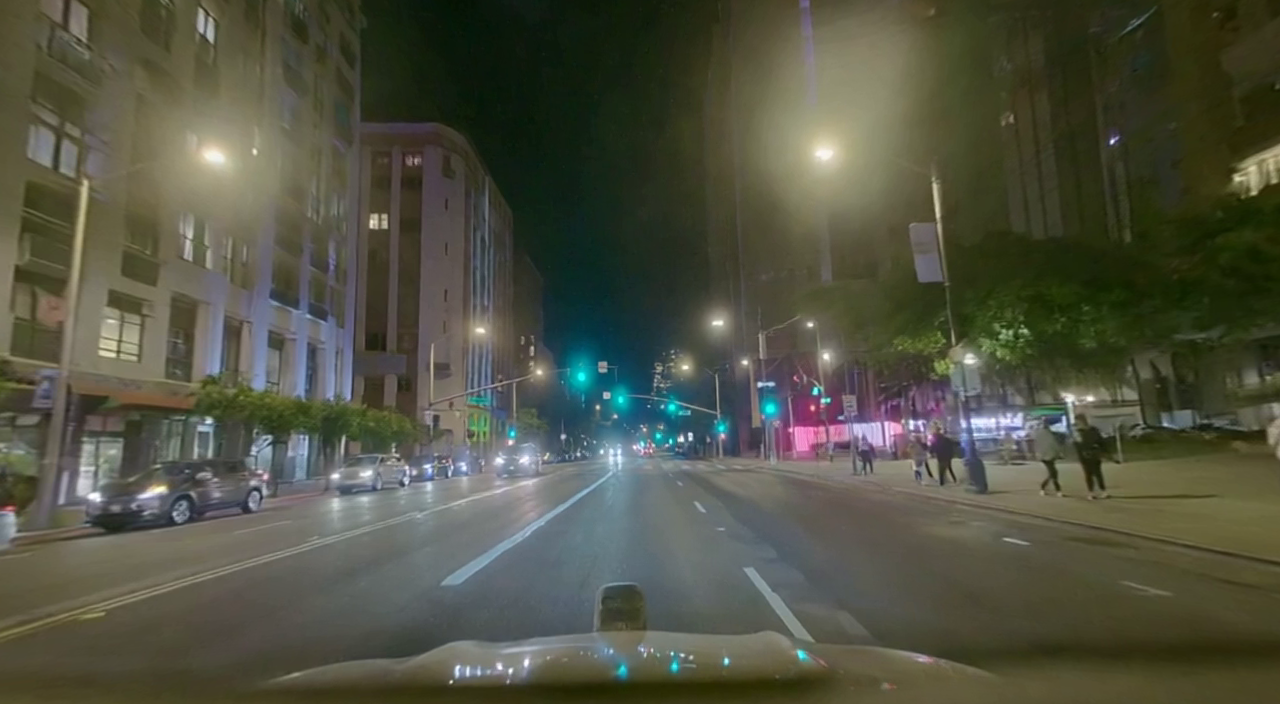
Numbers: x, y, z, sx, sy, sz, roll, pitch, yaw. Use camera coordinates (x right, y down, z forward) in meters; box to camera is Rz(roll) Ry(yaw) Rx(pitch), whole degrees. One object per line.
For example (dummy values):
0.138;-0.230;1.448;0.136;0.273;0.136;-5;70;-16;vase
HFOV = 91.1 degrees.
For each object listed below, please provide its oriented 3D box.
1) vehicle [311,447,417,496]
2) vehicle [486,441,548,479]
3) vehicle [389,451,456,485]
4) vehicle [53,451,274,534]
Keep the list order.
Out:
-12.178;5.266;28.260;2.126;1.963;5.547;0;-8;1;vehicle
-6.001;5.307;31.180;2.128;1.704;4.343;0;-8;1;vehicle
-11.960;6.365;34.843;1.898;1.724;4.445;-1;-8;4;vehicle
-12.318;3.602;16.802;2.075;1.809;4.804;0;-8;0;vehicle
